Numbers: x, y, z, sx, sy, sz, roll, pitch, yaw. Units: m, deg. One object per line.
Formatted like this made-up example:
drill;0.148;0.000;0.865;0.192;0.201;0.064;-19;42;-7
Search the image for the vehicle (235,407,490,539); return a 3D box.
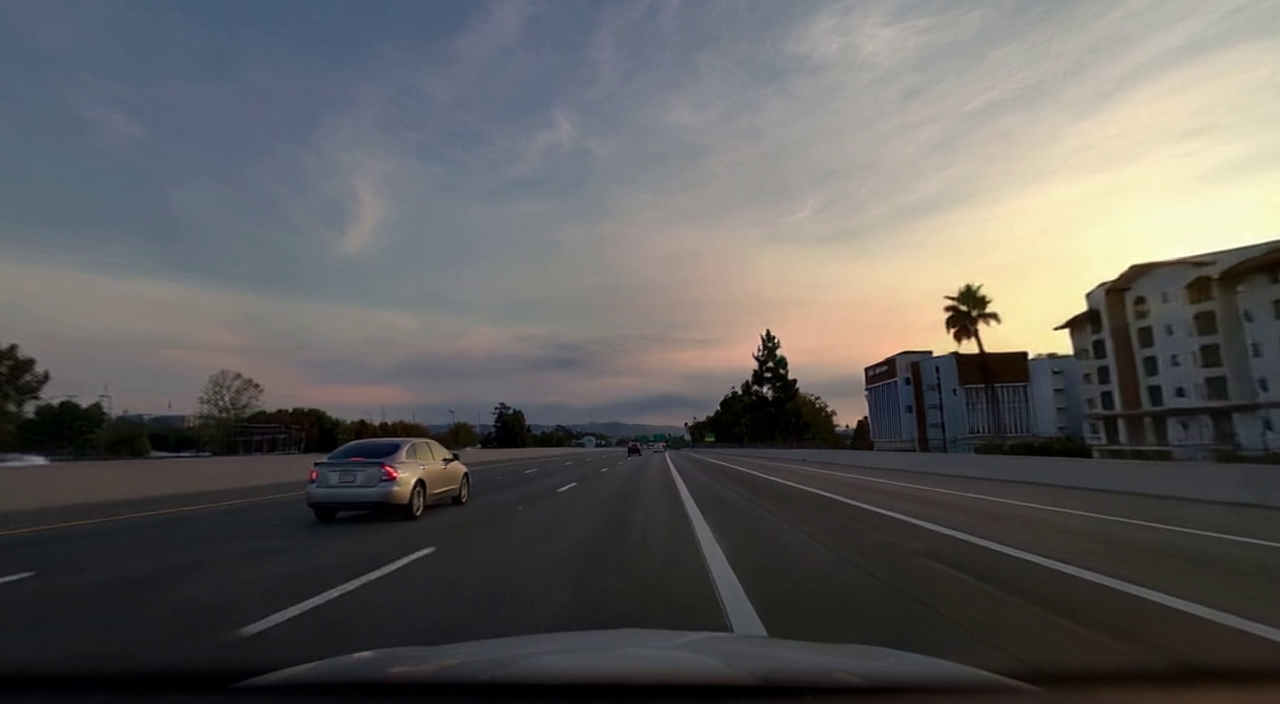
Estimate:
vehicle;-4.395;2.020;11.109;2.145;1.793;4.762;-1;-8;3
